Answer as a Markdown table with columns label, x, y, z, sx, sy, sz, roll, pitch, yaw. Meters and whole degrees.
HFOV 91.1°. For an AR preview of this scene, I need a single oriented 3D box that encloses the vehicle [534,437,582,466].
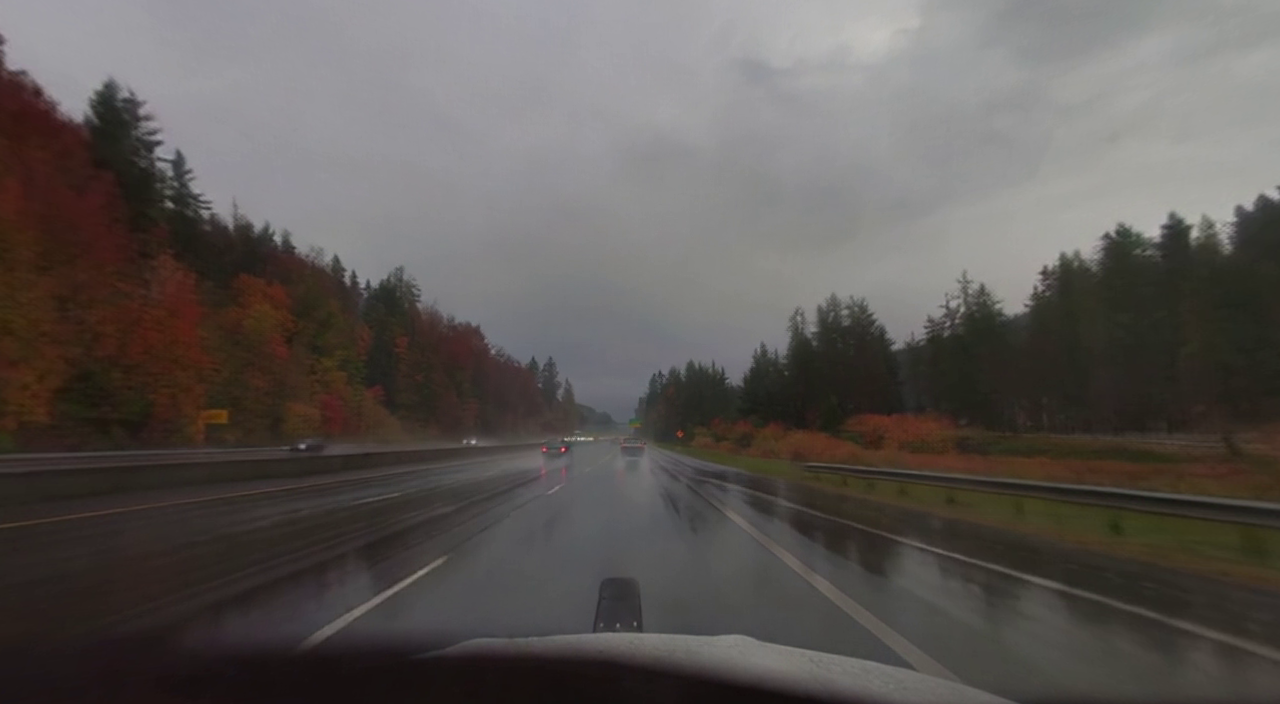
| label | x | y | z | sx | sy | sz | roll | pitch | yaw |
| --- | --- | --- | --- | --- | --- | --- | --- | --- | --- |
| vehicle | -4.447 | 5.429 | 34.720 | 2.004 | 1.497 | 4.260 | 0 | -8 | 1 |
